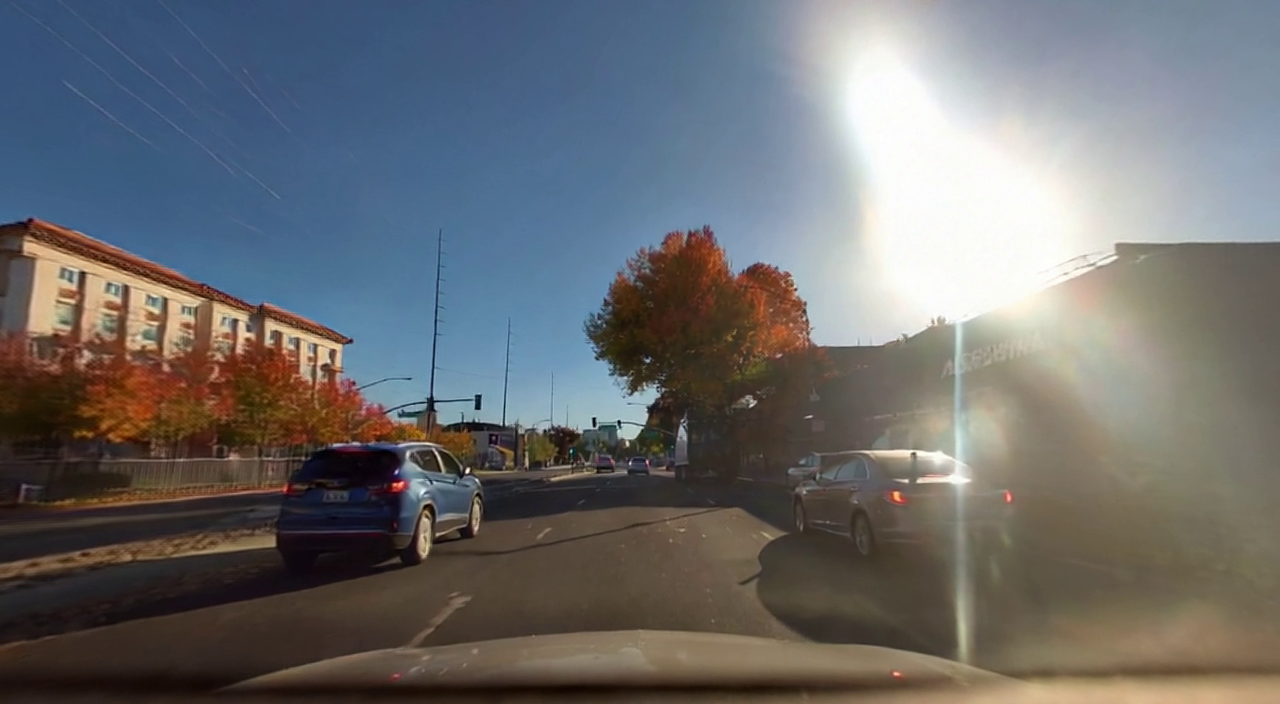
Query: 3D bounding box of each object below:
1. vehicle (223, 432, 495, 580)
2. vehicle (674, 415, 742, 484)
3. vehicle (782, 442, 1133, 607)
[{"bbox_3d":[-3.500,1.976,8.959,1.751,1.540,4.481,0,-9,1],"label":"vehicle"},{"bbox_3d":[3.918,6.042,39.150,3.003,3.680,10.684,0,-9,0],"label":"vehicle"},{"bbox_3d":[3.416,1.929,8.180,1.915,1.449,4.970,0,-9,-1],"label":"vehicle"}]
